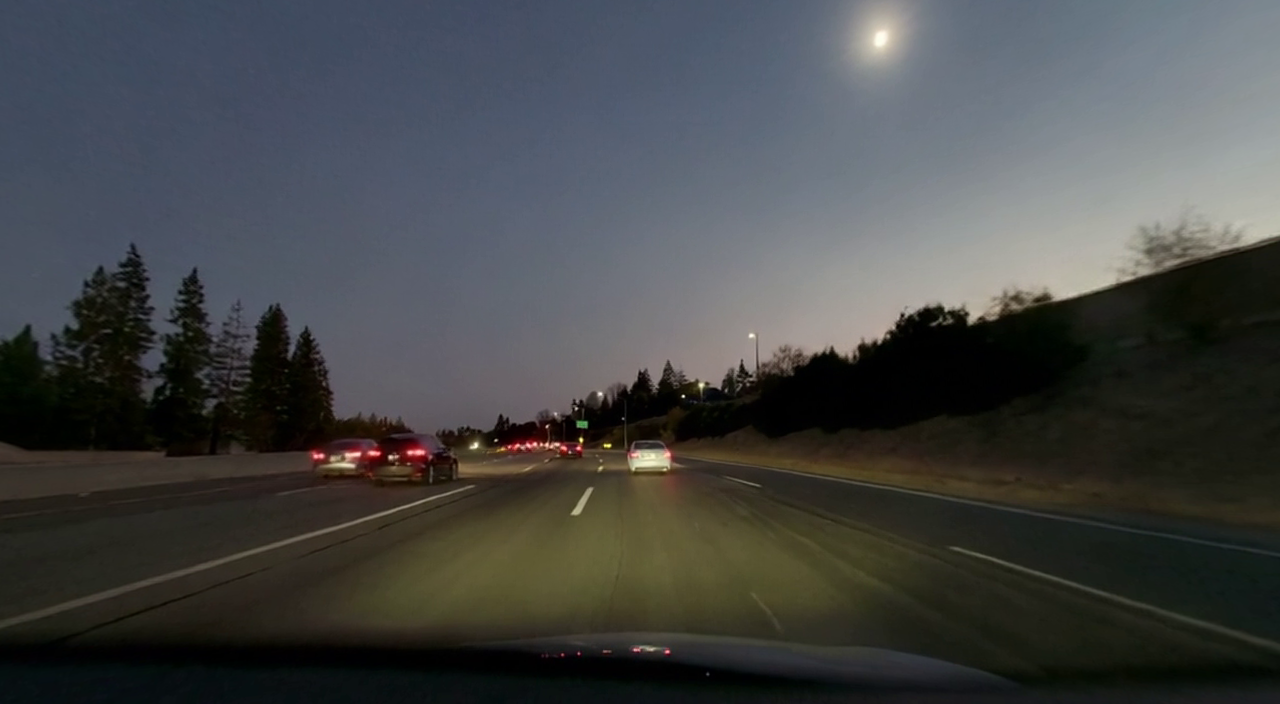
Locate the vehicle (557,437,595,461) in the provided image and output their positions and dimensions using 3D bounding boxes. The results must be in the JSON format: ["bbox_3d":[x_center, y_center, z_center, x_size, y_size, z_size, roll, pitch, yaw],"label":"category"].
[{"bbox_3d":[-4.286,6.593,42.718,2.246,1.519,4.980,1,-9,-2],"label":"vehicle"}]

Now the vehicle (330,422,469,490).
[{"bbox_3d":[-6.695,2.967,18.266,2.221,1.693,4.631,0,-9,0],"label":"vehicle"}]

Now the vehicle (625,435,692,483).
[{"bbox_3d":[0.532,3.618,21.532,2.051,1.444,3.927,0,-9,-1],"label":"vehicle"}]
